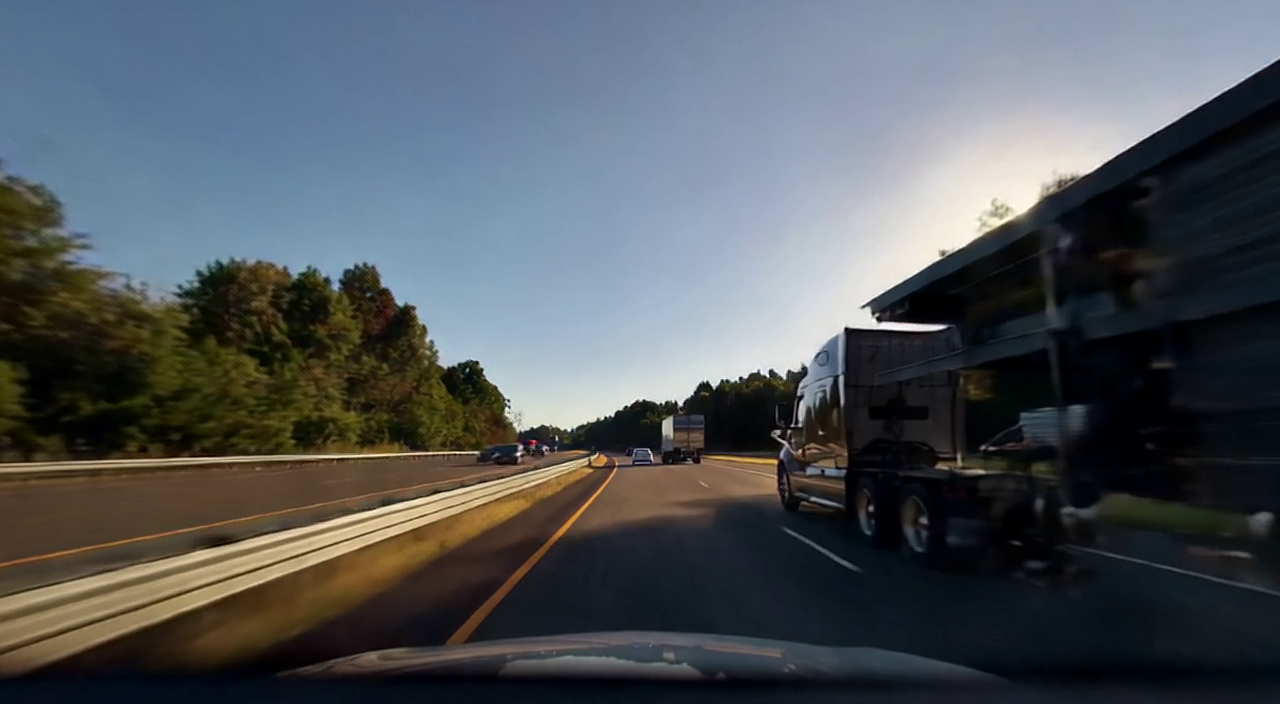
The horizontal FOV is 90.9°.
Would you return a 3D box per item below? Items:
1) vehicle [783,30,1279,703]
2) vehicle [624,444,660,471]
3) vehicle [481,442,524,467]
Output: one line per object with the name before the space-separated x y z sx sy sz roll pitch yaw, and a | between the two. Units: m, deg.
vehicle | 4.539 0.491 5.012 2.867 3.571 14.305 0 -9 -2
vehicle | 0.077 6.397 38.350 2.051 1.513 4.511 0 -9 -2
vehicle | -9.382 7.023 43.353 2.020 1.618 4.287 0 -9 0
